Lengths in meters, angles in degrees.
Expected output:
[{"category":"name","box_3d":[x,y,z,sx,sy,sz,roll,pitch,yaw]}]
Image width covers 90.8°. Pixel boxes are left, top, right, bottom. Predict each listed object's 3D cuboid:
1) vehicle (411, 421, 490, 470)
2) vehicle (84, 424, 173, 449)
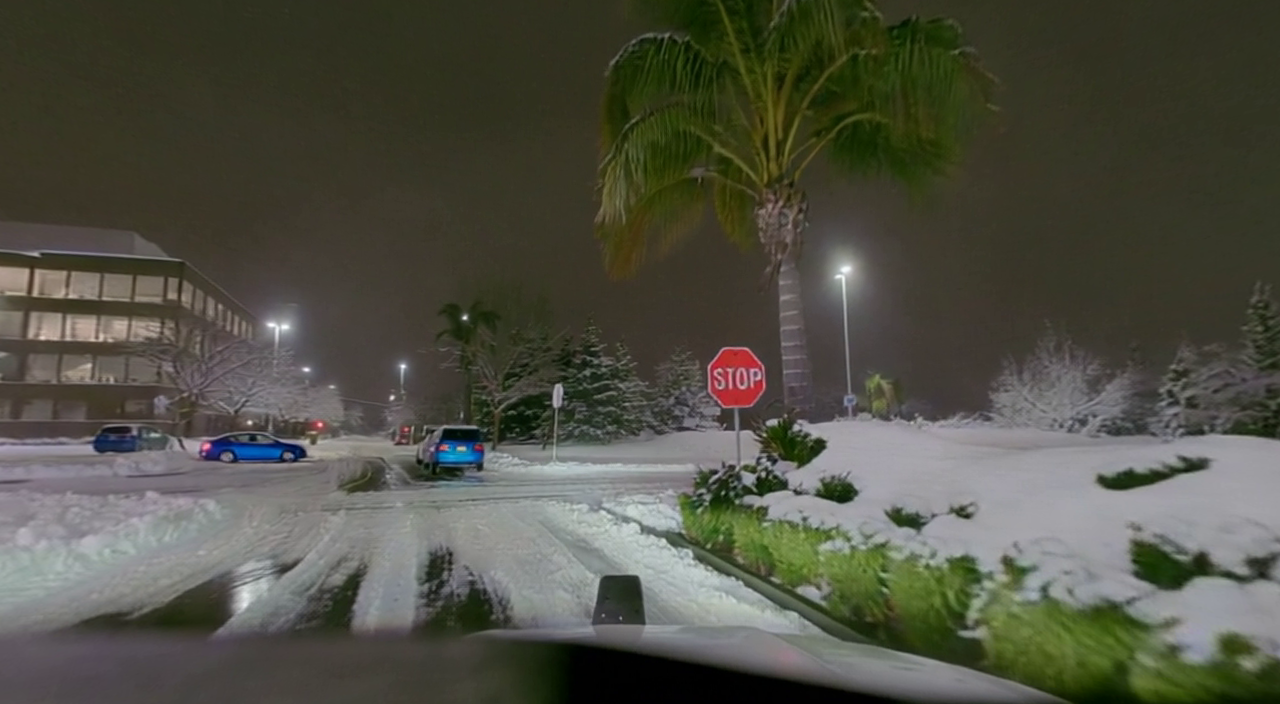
[{"category":"vehicle","box_3d":[-7.415,3.623,24.446,2.071,1.700,4.367,4,-10,-27]},{"category":"vehicle","box_3d":[-34.443,5.734,42.644,4.457,1.552,1.748,7,-11,-39]}]
